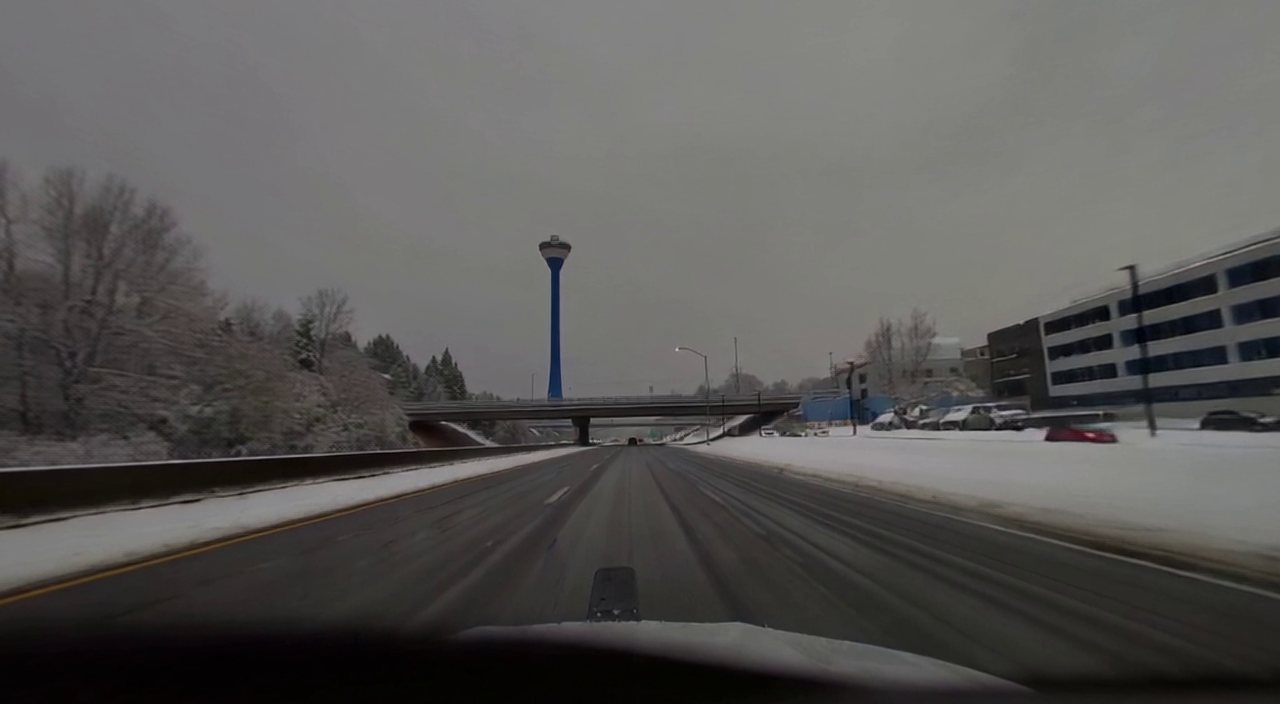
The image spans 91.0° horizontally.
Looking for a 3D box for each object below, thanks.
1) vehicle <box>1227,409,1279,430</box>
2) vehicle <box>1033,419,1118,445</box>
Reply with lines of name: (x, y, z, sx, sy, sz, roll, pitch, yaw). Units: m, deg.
vehicle: (45.074, 4.936, 45.811, 1.492, 1.373, 3.282, -1, -8, 2)
vehicle: (24.166, 4.491, 35.075, 1.777, 1.345, 4.066, -1, -8, -1)
